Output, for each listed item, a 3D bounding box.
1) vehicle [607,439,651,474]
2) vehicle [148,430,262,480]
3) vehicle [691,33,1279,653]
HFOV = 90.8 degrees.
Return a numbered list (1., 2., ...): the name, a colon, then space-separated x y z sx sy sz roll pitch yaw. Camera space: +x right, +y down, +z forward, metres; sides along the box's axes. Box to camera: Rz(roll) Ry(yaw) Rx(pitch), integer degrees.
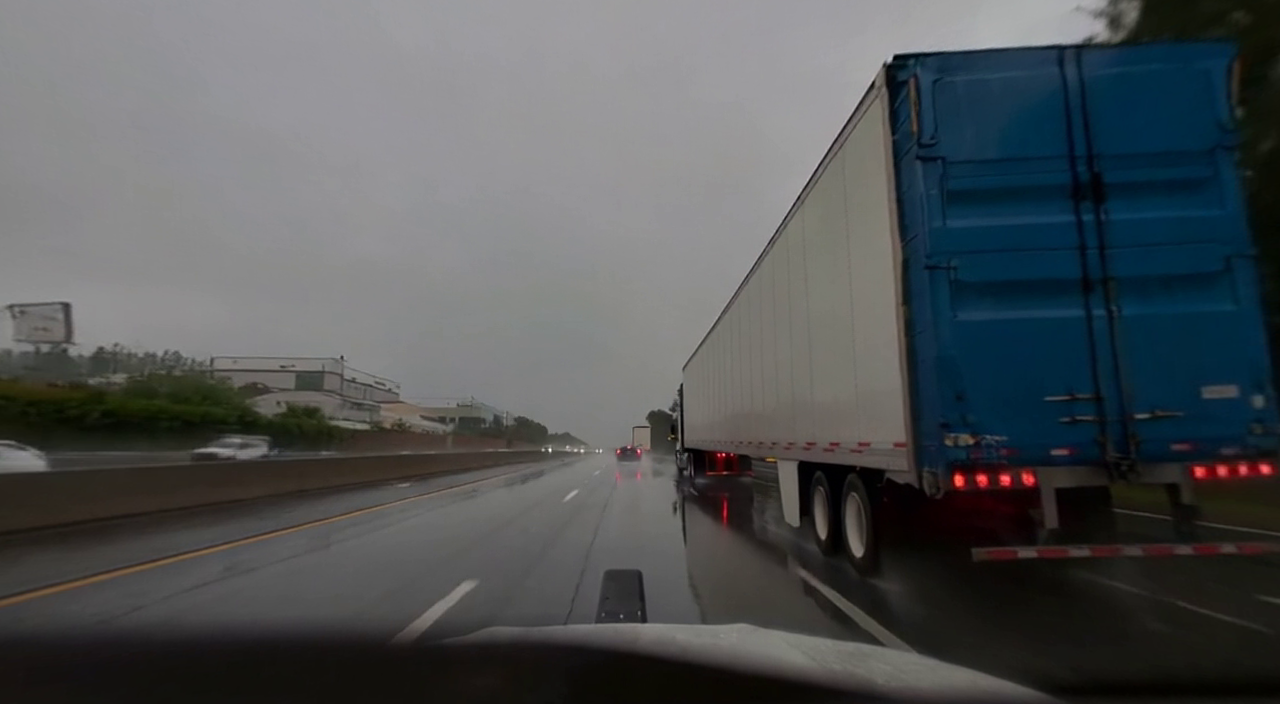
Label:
1. vehicle: -0.606 5.475 33.143 2.191 1.685 4.015 0 -9 -2
2. vehicle: -20.604 4.914 30.262 2.051 2.191 4.865 0 -9 -2
3. vehicle: 3.279 1.015 12.051 2.996 4.123 15.965 0 -9 -1
